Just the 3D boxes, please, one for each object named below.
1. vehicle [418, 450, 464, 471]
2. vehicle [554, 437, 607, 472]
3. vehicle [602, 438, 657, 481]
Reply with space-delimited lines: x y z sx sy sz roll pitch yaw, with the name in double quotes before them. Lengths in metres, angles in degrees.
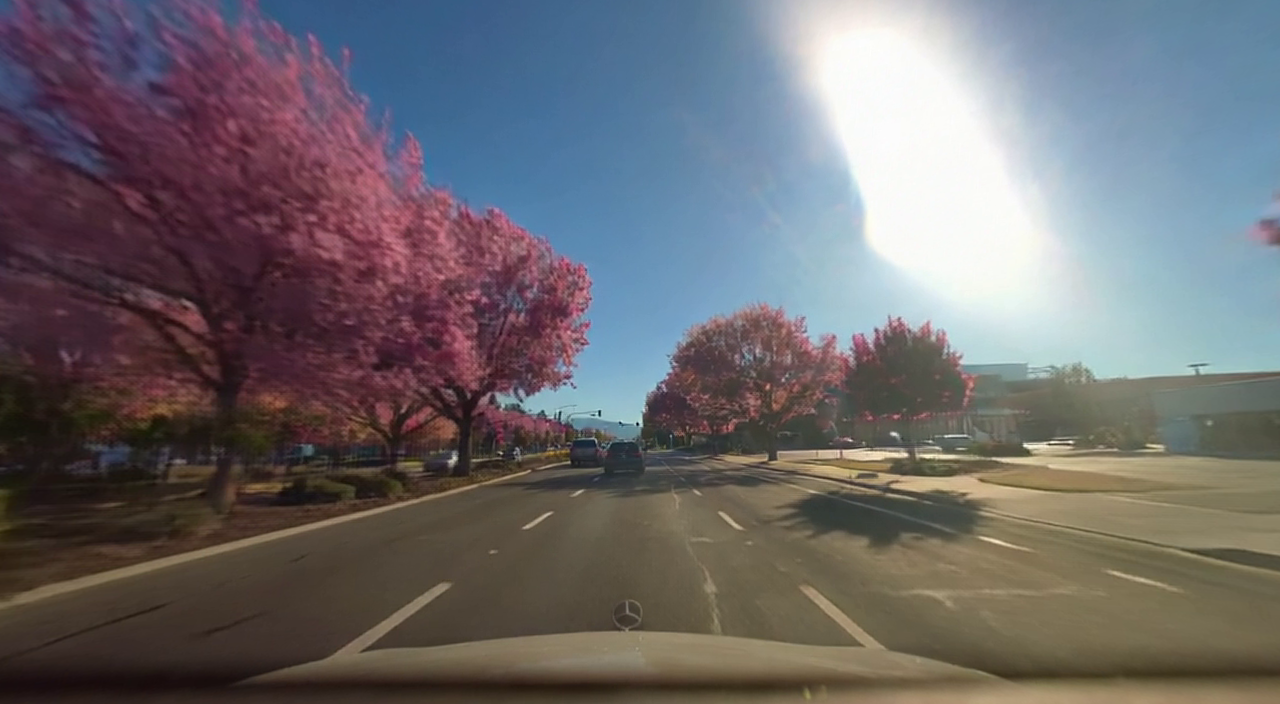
"vehicle" -14.440 7.895 45.852 1.838 1.458 4.336 0 -8 1
"vehicle" -3.327 5.892 36.246 2.453 1.844 4.751 0 -8 1
"vehicle" -0.361 4.621 27.316 2.149 1.701 4.379 0 -8 3
